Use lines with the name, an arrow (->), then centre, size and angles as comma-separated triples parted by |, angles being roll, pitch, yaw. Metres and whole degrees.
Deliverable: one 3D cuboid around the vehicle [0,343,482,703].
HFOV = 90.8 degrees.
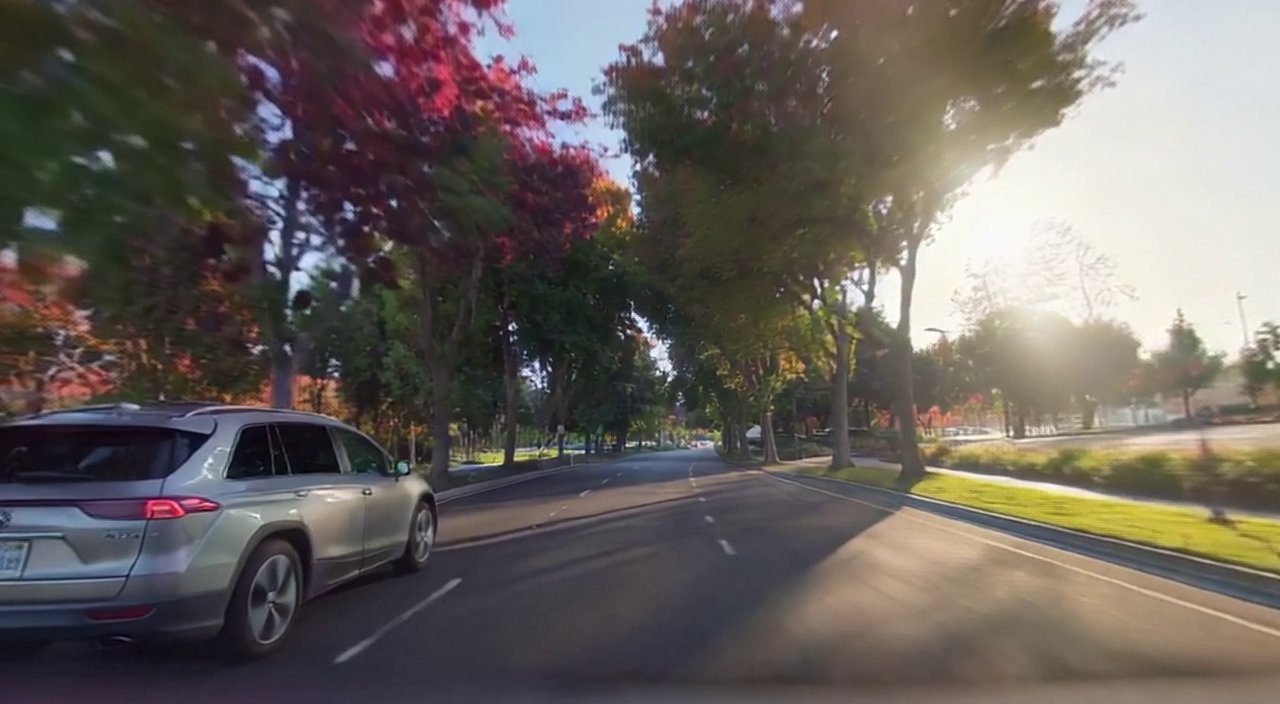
vehicle -> -2.867, 1.142, 4.703 | 2.067, 1.700, 4.561 | 0, -9, 2
